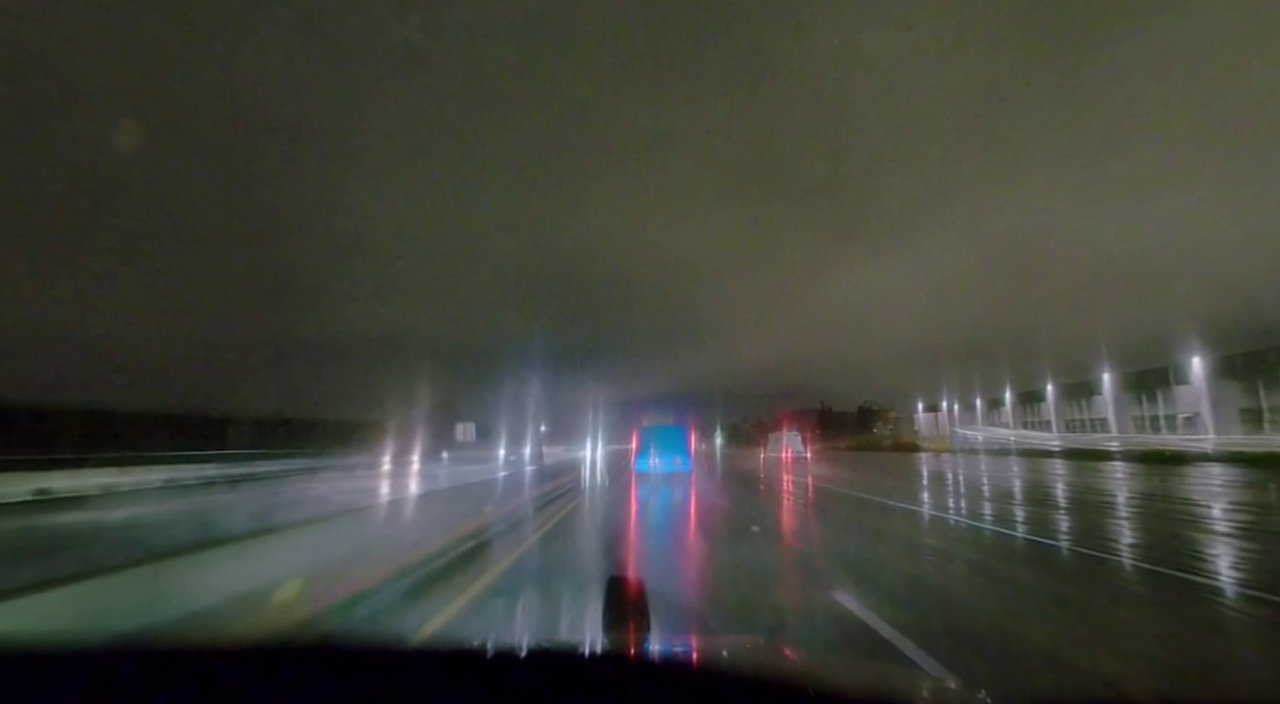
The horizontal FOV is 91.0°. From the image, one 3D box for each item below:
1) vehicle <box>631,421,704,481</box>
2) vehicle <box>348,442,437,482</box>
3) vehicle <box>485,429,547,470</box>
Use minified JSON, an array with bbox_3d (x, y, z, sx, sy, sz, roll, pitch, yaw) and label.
[{"bbox_3d":[0.971,3.684,23.594,2.469,2.027,4.554,0,-8,1],"label":"vehicle"},{"bbox_3d":[-10.880,4.838,28.028,2.041,1.606,4.507,0,-8,1],"label":"vehicle"},{"bbox_3d":[-7.254,5.760,37.394,2.546,2.262,5.135,0,-8,1],"label":"vehicle"}]
